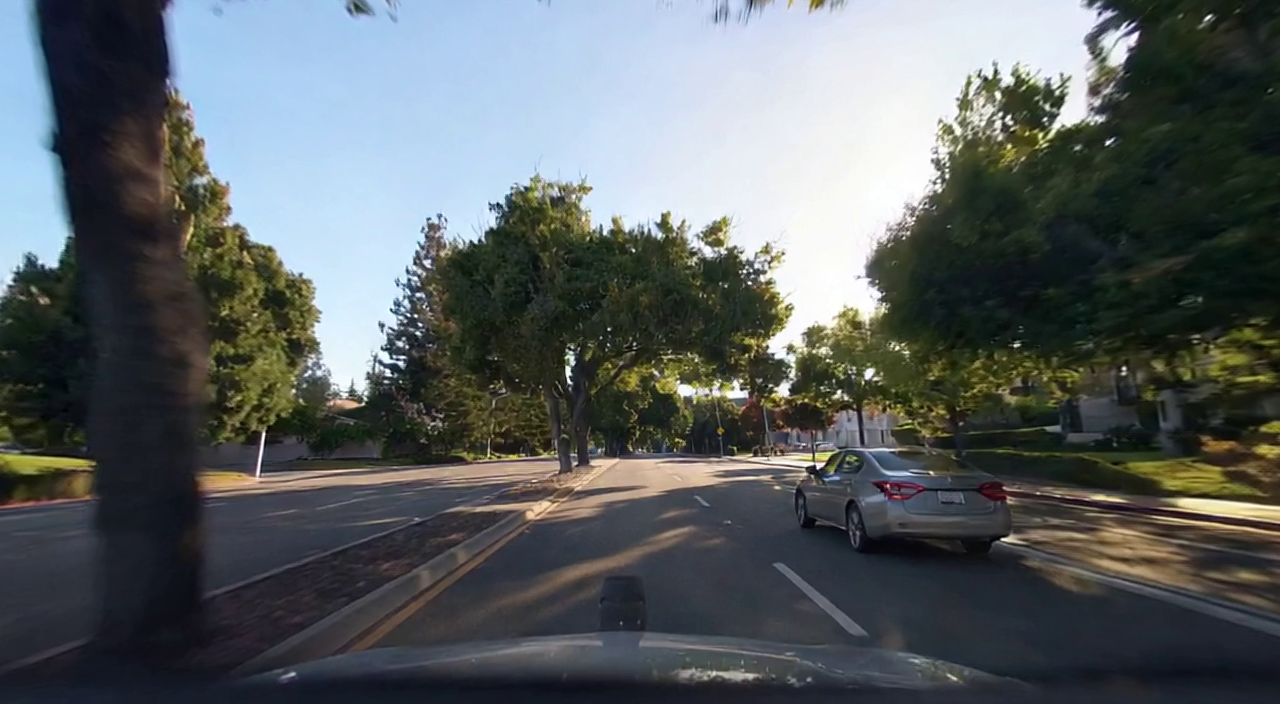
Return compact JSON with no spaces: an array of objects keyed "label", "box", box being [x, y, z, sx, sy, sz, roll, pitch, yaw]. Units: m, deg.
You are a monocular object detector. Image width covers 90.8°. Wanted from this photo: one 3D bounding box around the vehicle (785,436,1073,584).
[{"label":"vehicle","box":[3.370,1.891,8.416,1.852,1.453,4.083,0,-9,-1]}]
